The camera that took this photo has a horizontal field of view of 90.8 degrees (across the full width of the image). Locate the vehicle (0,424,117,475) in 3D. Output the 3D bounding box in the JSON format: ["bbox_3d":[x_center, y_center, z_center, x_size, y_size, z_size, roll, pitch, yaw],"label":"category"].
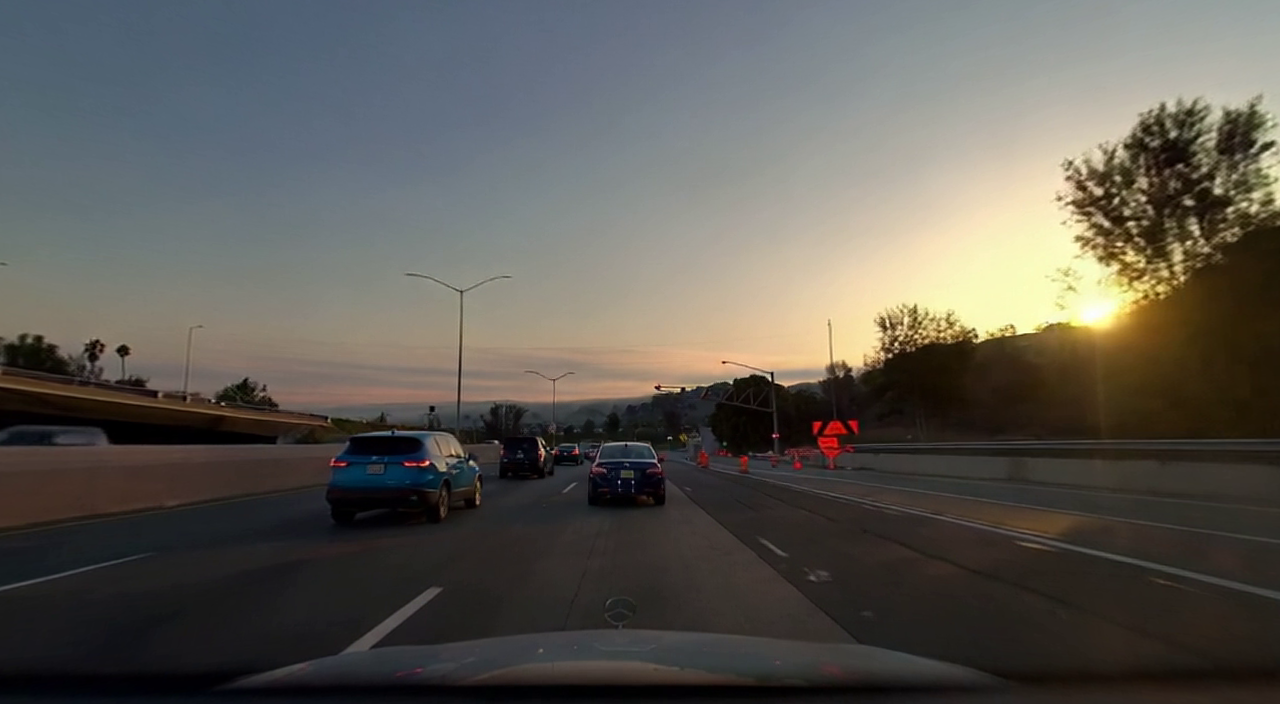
[{"bbox_3d":[-20.767,3.337,21.703,2.028,1.548,4.279,0,-9,-2],"label":"vehicle"}]

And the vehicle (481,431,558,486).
[{"bbox_3d":[-4.150,3.729,22.381,1.982,1.727,4.057,0,-9,-1],"label":"vehicle"}]

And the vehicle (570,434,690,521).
[{"bbox_3d":[-0.226,2.472,12.970,2.069,1.484,3.982,0,-9,-2],"label":"vehicle"}]

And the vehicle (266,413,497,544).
[{"bbox_3d":[-3.866,1.968,10.392,2.025,1.708,4.089,0,-9,0],"label":"vehicle"}]
